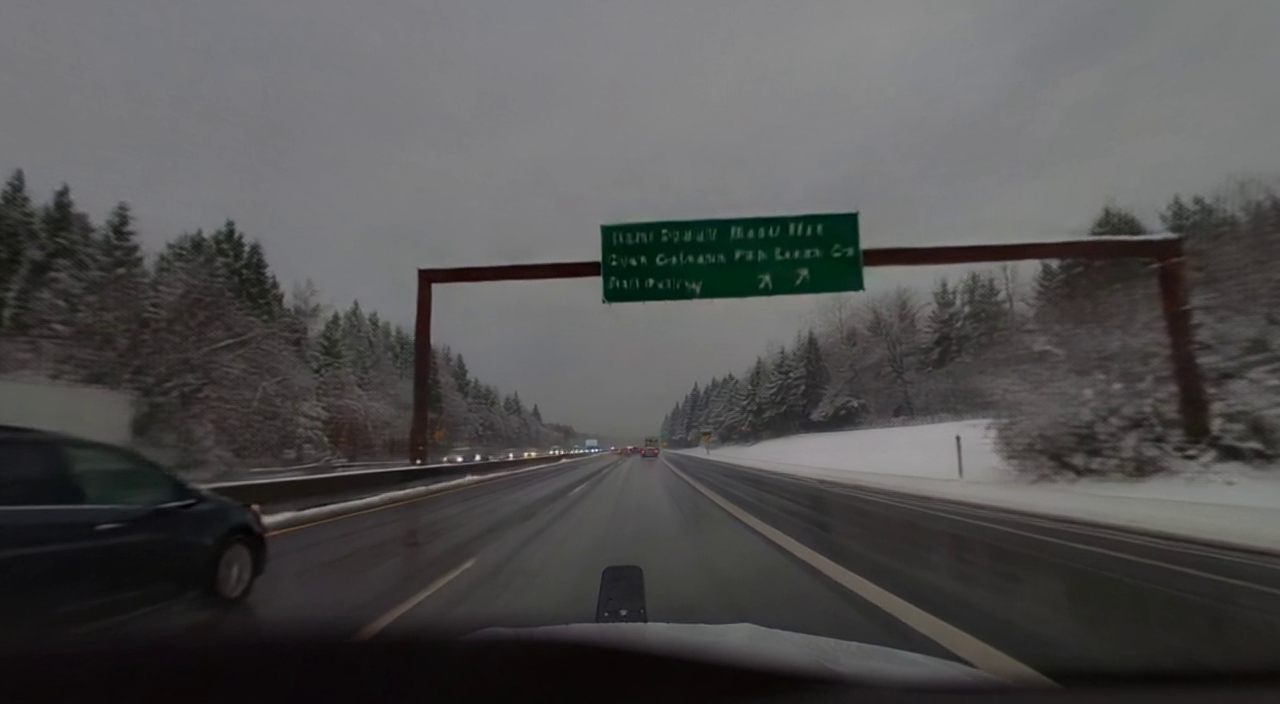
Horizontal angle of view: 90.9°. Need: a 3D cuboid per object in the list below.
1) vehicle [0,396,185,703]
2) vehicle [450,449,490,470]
[{"bbox_3d":[-4.144,0.865,2.223,1.936,1.545,4.116,0,-9,1],"label":"vehicle"},{"bbox_3d":[-12.215,7.698,45.398,1.778,1.450,3.841,0,-9,1],"label":"vehicle"}]
